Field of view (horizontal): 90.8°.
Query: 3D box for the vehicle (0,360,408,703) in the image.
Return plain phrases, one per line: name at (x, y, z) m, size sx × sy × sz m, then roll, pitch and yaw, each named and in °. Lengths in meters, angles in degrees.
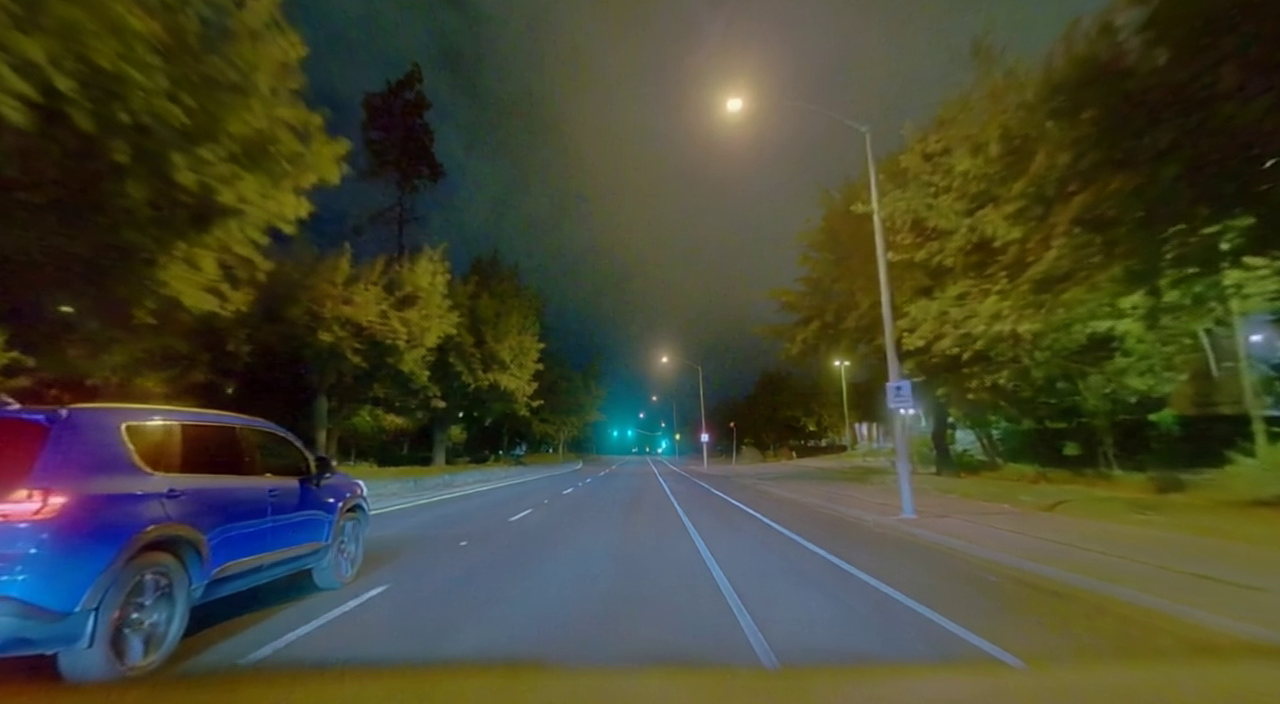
vehicle at (-3.666, 1.214, 4.757) m, size 2.121 × 1.724 × 4.392 m, roll 0°, pitch -9°, yaw 0°
